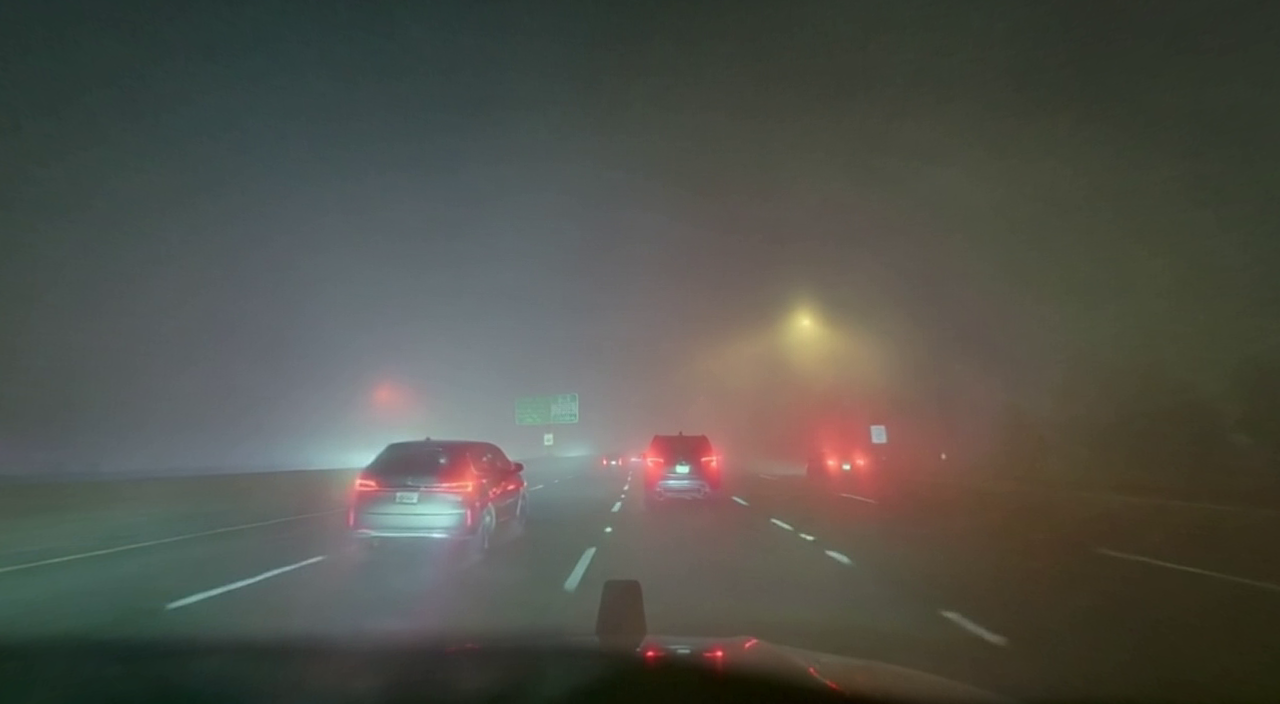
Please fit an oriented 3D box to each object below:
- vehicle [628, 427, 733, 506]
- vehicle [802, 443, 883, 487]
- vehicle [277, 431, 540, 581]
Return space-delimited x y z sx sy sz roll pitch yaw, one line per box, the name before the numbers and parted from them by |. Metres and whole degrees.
vehicle | 1.075 3.456 19.449 2.732 2.065 5.826 0 -9 0
vehicle | 8.947 5.006 28.211 2.133 1.770 4.537 0 -9 0
vehicle | -2.904 2.019 9.082 2.099 1.640 4.134 0 -9 2
